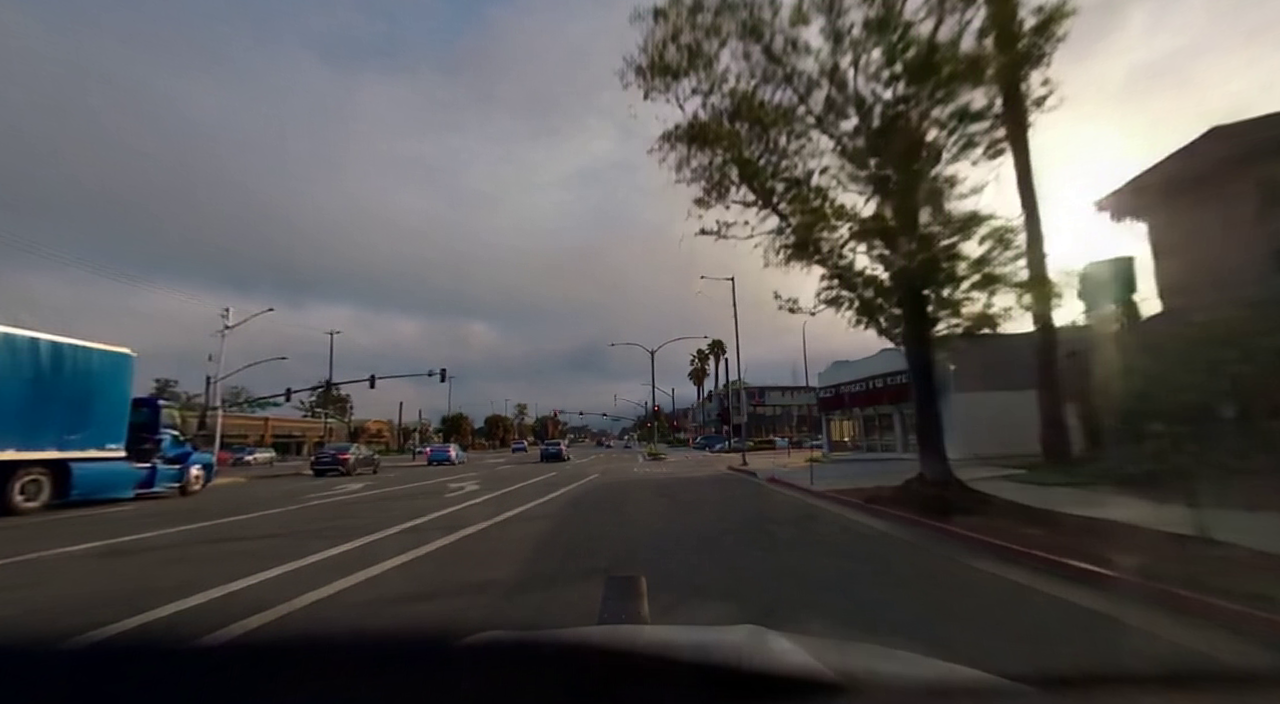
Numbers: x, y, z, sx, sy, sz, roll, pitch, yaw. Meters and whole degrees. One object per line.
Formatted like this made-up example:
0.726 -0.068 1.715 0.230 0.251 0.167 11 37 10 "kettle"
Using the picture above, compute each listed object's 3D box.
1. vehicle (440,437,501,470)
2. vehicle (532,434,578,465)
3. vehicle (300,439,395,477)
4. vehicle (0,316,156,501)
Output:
-8.643 5.209 32.397 1.977 1.584 3.983 0 -9 1 "vehicle"
-5.056 5.892 37.991 2.114 1.784 4.450 0 -9 1 "vehicle"
-12.027 4.378 26.159 1.900 1.462 4.225 0 -9 0 "vehicle"
-15.268 1.175 13.168 3.061 3.932 8.708 0 -9 1 "vehicle"
